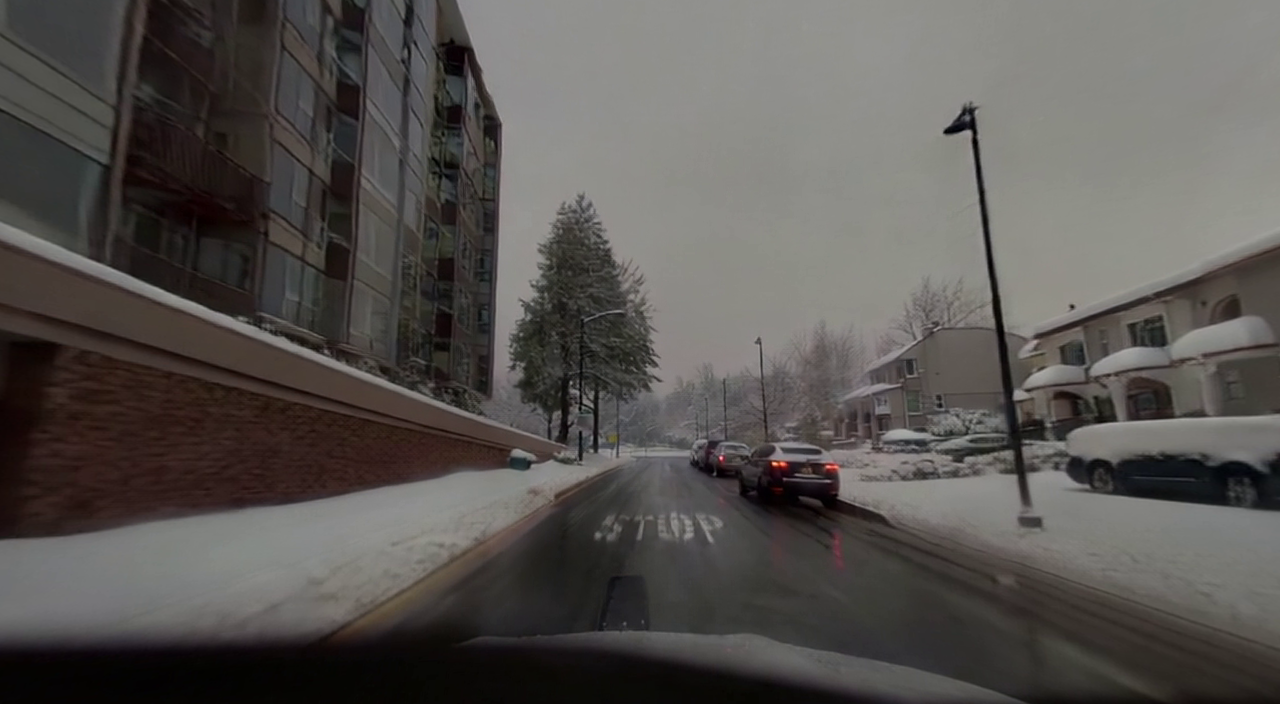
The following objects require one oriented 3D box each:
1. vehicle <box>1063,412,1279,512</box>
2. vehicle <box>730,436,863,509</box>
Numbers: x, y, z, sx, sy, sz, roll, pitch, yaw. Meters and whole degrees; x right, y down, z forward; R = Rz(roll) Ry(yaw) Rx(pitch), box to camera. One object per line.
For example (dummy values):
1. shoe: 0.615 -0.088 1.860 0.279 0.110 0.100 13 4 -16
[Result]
1. vehicle: 10.332 1.937 11.430 1.997 1.430 4.986 0 -9 2
2. vehicle: 3.547 2.819 15.280 2.024 1.475 4.565 0 -9 0
